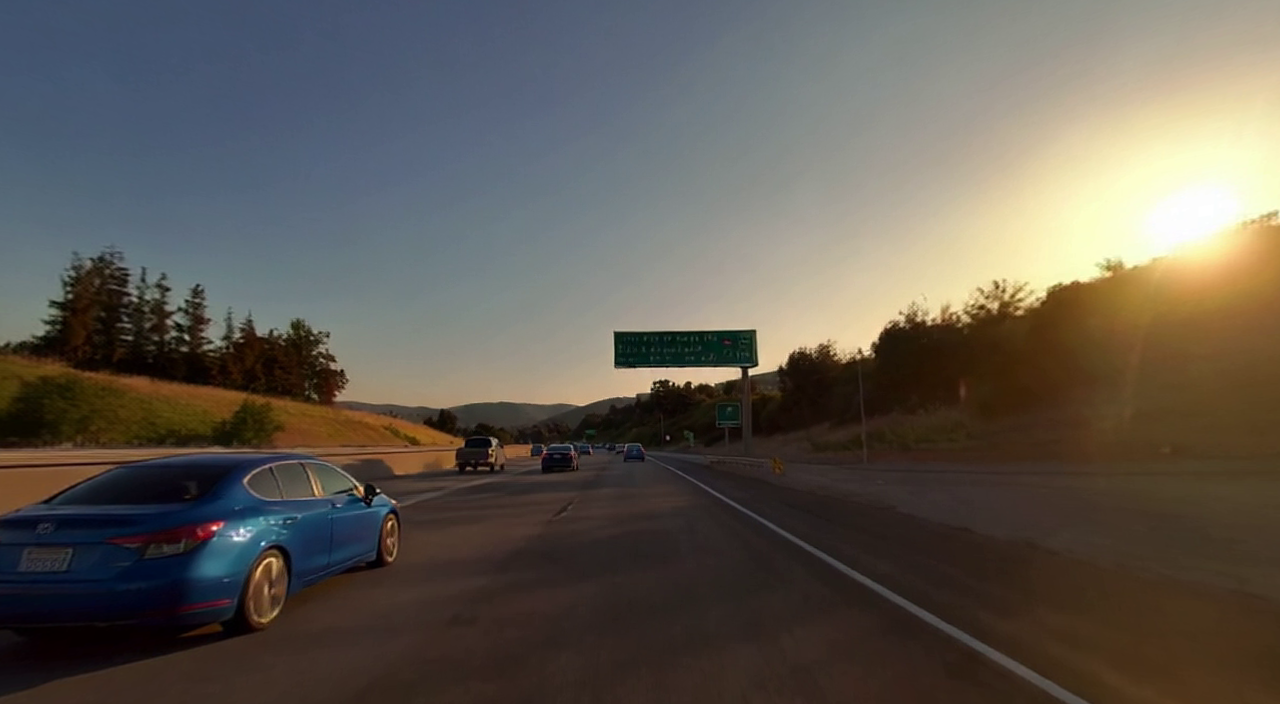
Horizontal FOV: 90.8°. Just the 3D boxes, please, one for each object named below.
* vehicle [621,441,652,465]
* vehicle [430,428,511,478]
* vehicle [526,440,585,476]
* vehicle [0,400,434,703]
[{"bbox_3d":[-0.308,6.888,43.300,2.018,1.508,4.087,0,-8,-2],"label":"vehicle"},{"bbox_3d":[-7.331,4.414,27.925,2.171,1.982,5.246,0,-8,-1],"label":"vehicle"},{"bbox_3d":[-3.687,4.720,28.416,2.068,1.501,4.395,0,-8,0],"label":"vehicle"},{"bbox_3d":[-3.388,1.300,5.067,2.025,1.506,4.429,0,-8,-1],"label":"vehicle"}]
